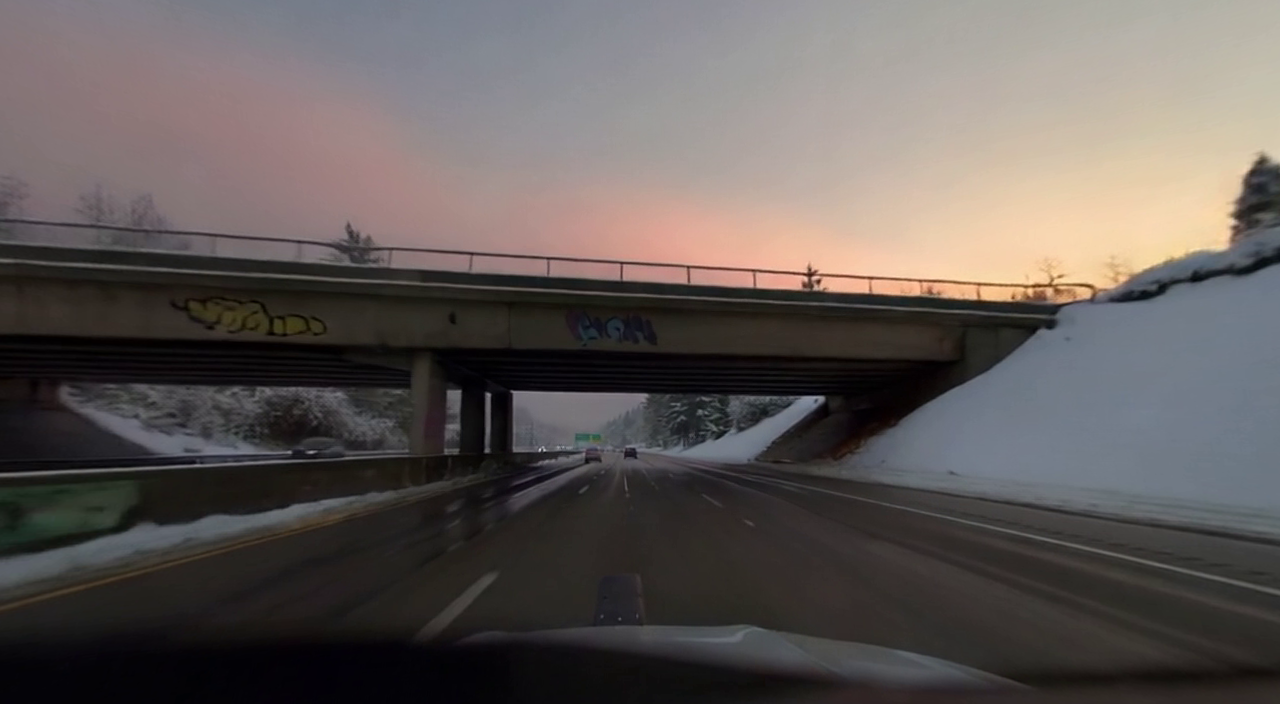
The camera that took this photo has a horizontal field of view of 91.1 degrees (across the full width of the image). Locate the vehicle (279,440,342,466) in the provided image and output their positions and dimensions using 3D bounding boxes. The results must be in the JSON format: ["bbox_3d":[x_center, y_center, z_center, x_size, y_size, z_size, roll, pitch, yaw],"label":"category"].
[{"bbox_3d":[-19.984,6.146,38.324,1.743,1.458,3.911,0,-9,-1],"label":"vehicle"}]
